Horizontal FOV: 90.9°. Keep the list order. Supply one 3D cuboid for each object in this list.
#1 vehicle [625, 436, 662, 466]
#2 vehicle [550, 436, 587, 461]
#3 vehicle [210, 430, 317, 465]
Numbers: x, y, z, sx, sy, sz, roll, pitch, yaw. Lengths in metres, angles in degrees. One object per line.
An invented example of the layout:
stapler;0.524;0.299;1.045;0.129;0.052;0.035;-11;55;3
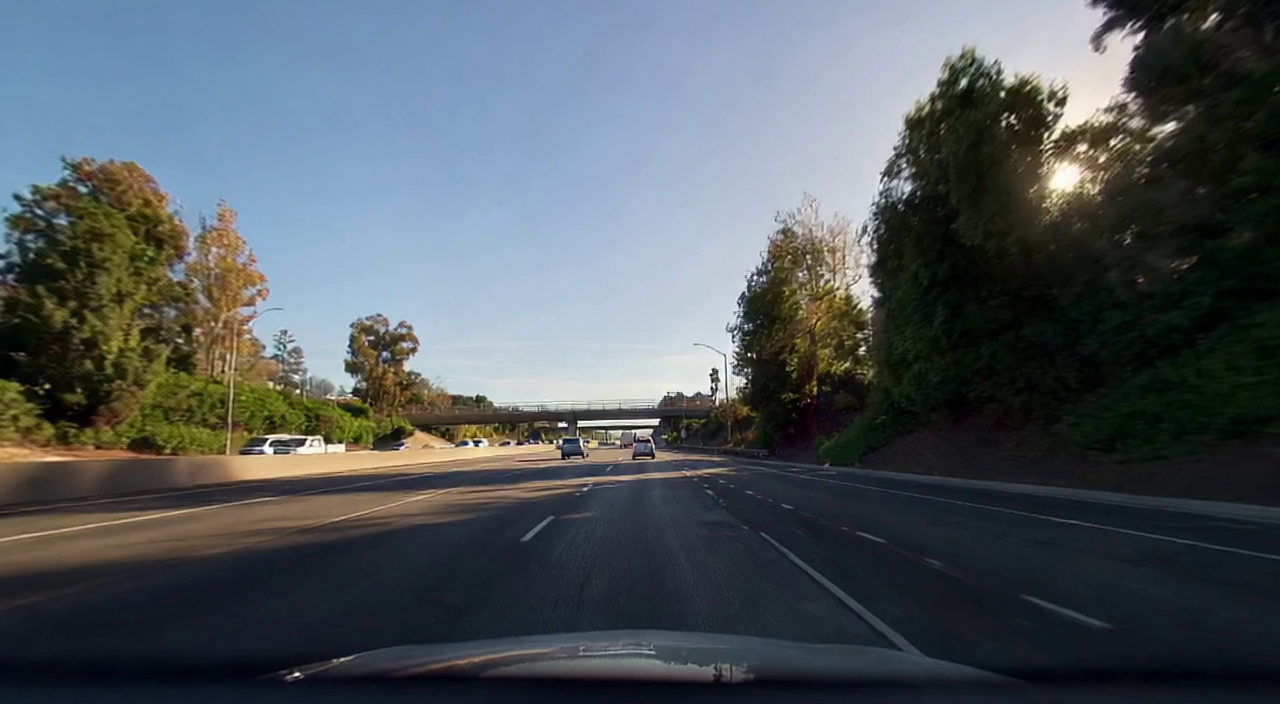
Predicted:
vehicle;0.229;5.869;37.609;2.010;1.637;4.940;0;-8;1
vehicle;-5.267;7.165;46.967;2.091;1.749;4.271;0;-8;2
vehicle;-20.308;5.207;34.420;2.247;1.735;5.805;0;-8;0
